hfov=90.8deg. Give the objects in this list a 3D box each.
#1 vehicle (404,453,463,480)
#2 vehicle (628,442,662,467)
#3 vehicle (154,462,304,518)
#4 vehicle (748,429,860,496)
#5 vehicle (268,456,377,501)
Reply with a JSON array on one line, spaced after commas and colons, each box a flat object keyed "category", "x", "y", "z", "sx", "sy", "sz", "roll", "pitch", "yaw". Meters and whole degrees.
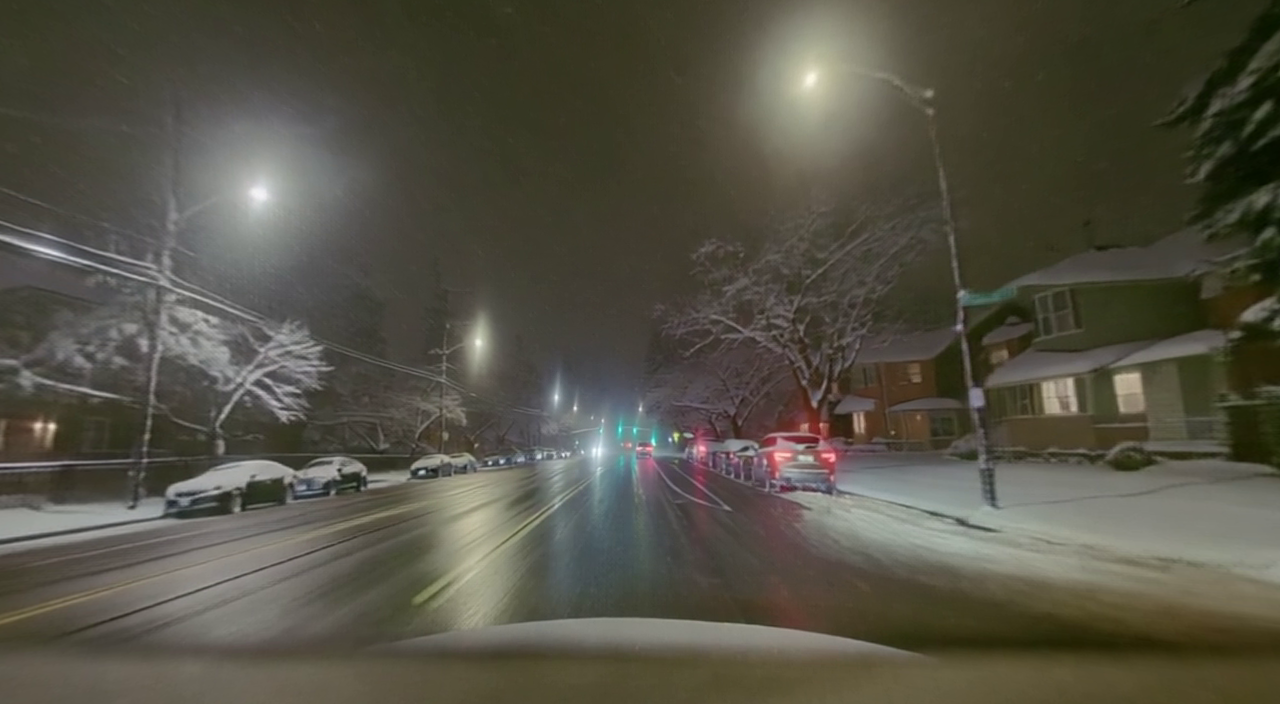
[{"category": "vehicle", "x": -12.803, "y": 7.122, "z": 39.518, "sx": 1.969, "sy": 1.490, "sz": 4.675, "roll": 0, "pitch": -9, "yaw": 1}, {"category": "vehicle", "x": 0.261, "y": 6.379, "z": 39.571, "sx": 2.022, "sy": 1.471, "sz": 3.973, "roll": 0, "pitch": -9, "yaw": -1}, {"category": "vehicle", "x": -12.776, "y": 4.279, "z": 20.043, "sx": 1.834, "sy": 1.467, "sz": 4.357, "roll": 0, "pitch": -9, "yaw": -1}, {"category": "vehicle", "x": 4.869, "y": 3.374, "z": 19.677, "sx": 2.022, "sy": 1.799, "sz": 5.105, "roll": 0, "pitch": -9, "yaw": -1}, {"category": "vehicle", "x": -12.690, "y": 5.053, "z": 25.658, "sx": 1.880, "sy": 1.523, "sz": 4.833, "roll": 0, "pitch": -9, "yaw": 1}]
